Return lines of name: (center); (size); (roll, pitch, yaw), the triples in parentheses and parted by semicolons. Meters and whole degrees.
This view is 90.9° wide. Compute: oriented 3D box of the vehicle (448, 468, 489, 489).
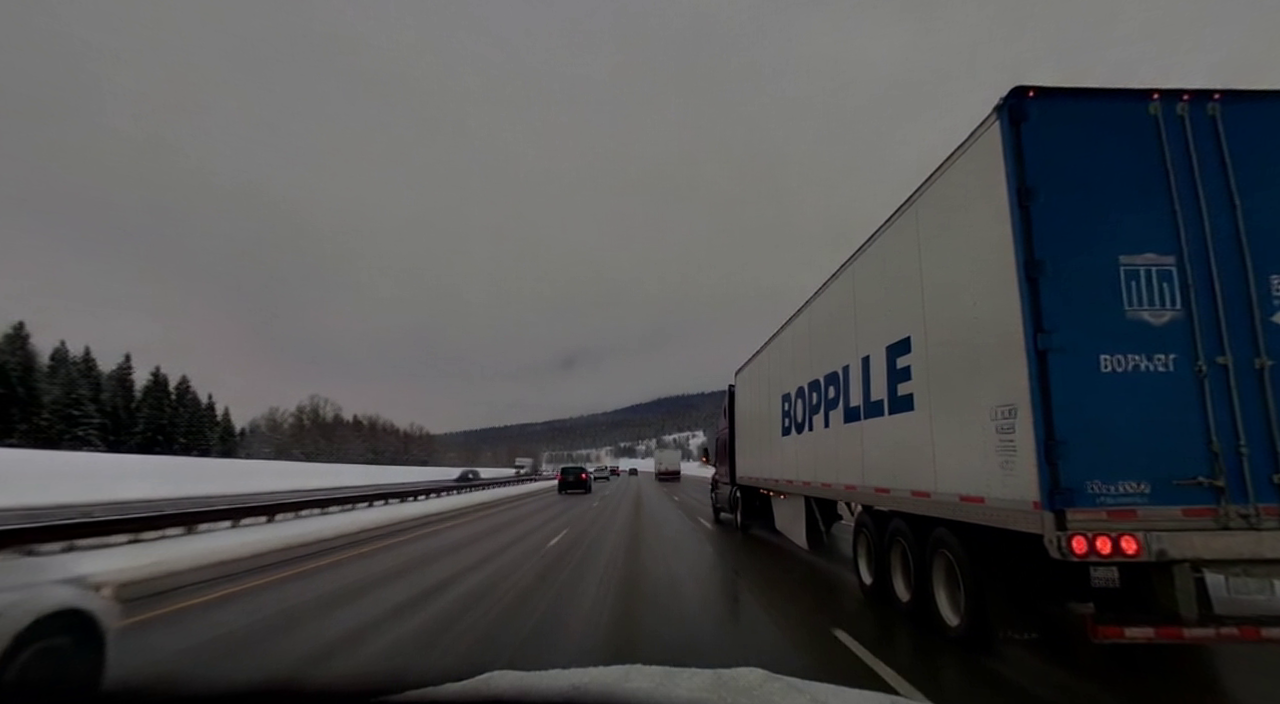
vehicle: (-12.189, 9.013, 45.083); (1.952, 1.358, 4.081); (1, -10, -2)

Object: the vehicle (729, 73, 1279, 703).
vehicle: (3.997, 1.384, 10.869); (2.839, 4.062, 14.051); (1, -11, 0)

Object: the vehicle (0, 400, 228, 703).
vehicle: (-3.395, 0.752, 1.386); (2.021, 1.505, 4.286); (1, -11, 0)

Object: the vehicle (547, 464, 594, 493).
vehicle: (-4.014, 7.430, 37.201); (2.088, 1.566, 4.853); (1, -11, 1)
